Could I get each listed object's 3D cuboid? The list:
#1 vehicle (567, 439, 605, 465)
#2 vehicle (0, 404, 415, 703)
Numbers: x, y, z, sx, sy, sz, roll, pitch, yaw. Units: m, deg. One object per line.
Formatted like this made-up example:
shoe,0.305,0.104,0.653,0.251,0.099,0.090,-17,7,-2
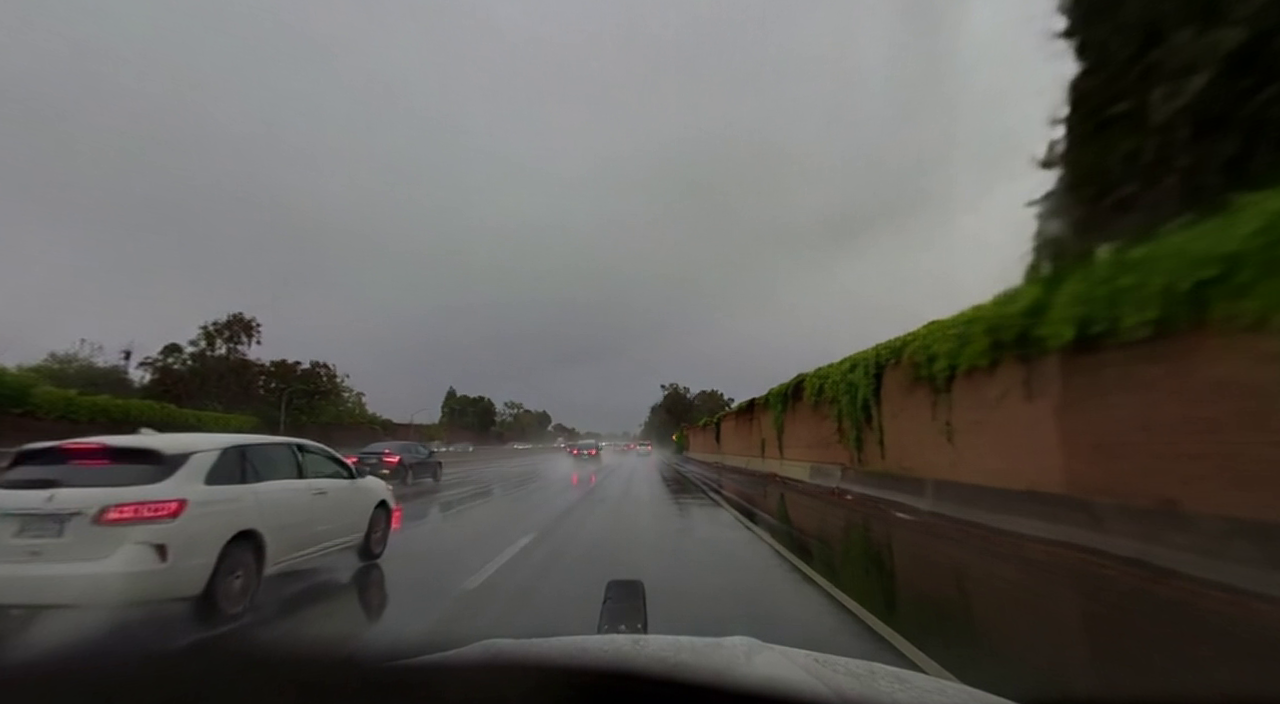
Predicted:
vehicle,-3.608,6.722,42.568,2.036,1.636,4.511,0,-8,1
vehicle,-3.778,1.322,5.264,1.945,1.484,4.803,0,-8,1
